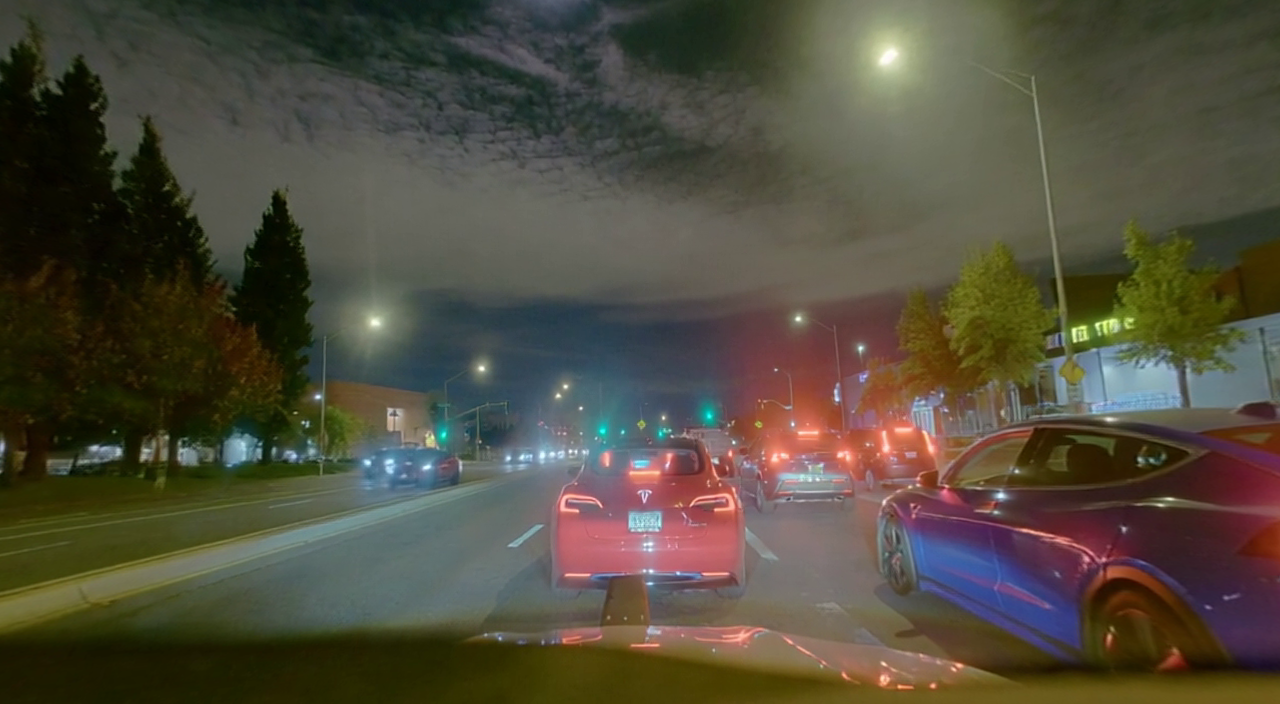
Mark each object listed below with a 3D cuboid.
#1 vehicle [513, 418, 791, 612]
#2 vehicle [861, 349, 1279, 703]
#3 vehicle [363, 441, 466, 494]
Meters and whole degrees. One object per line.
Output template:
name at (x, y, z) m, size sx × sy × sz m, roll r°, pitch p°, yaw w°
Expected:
vehicle at (0.105, 1.555, 6.915) m, size 2.137 × 1.488 × 3.938 m, roll 0°, pitch -8°, yaw 0°
vehicle at (3.193, 1.078, 3.889) m, size 2.038 × 1.651 × 4.455 m, roll 0°, pitch -8°, yaw 0°
vehicle at (-7.793, 4.018, 22.320) m, size 1.999 × 1.662 × 4.291 m, roll 0°, pitch -8°, yaw 1°
